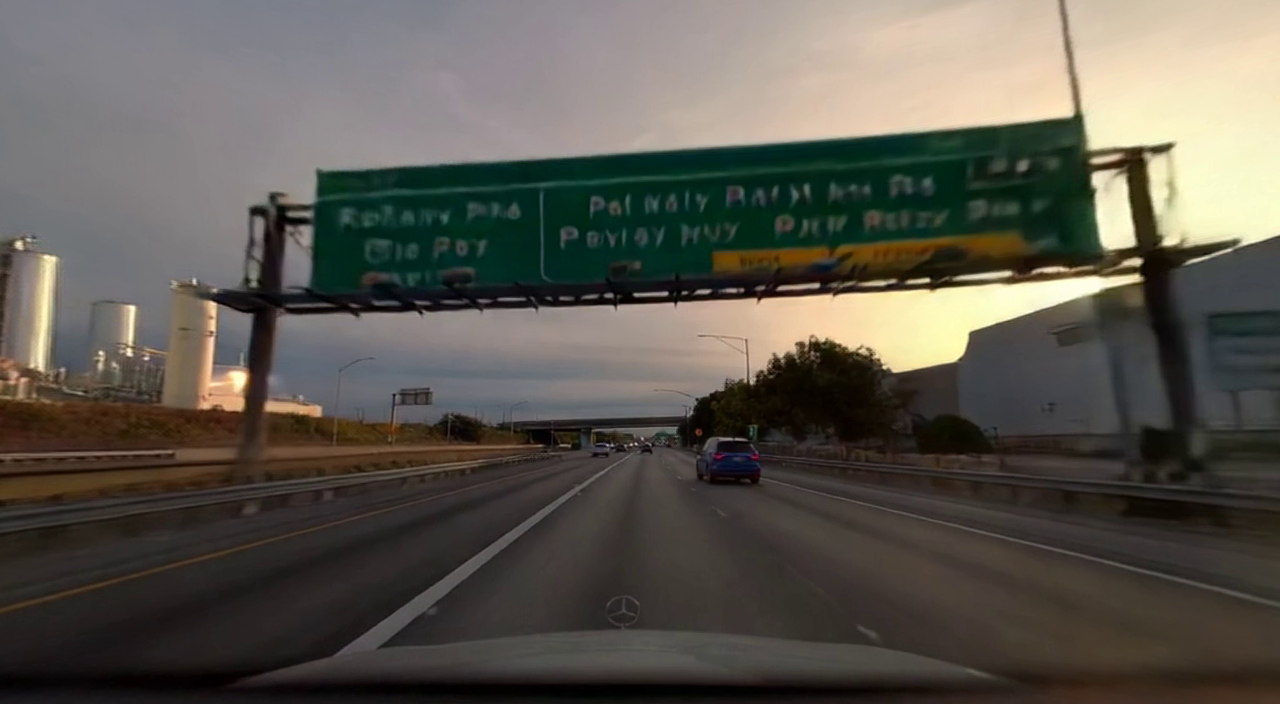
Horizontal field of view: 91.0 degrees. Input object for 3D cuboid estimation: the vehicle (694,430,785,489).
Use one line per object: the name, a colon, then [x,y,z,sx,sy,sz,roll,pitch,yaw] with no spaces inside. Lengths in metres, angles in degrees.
vehicle: [3.302,3.712,22.073,2.296,1.790,5.067,0,-9,0]
